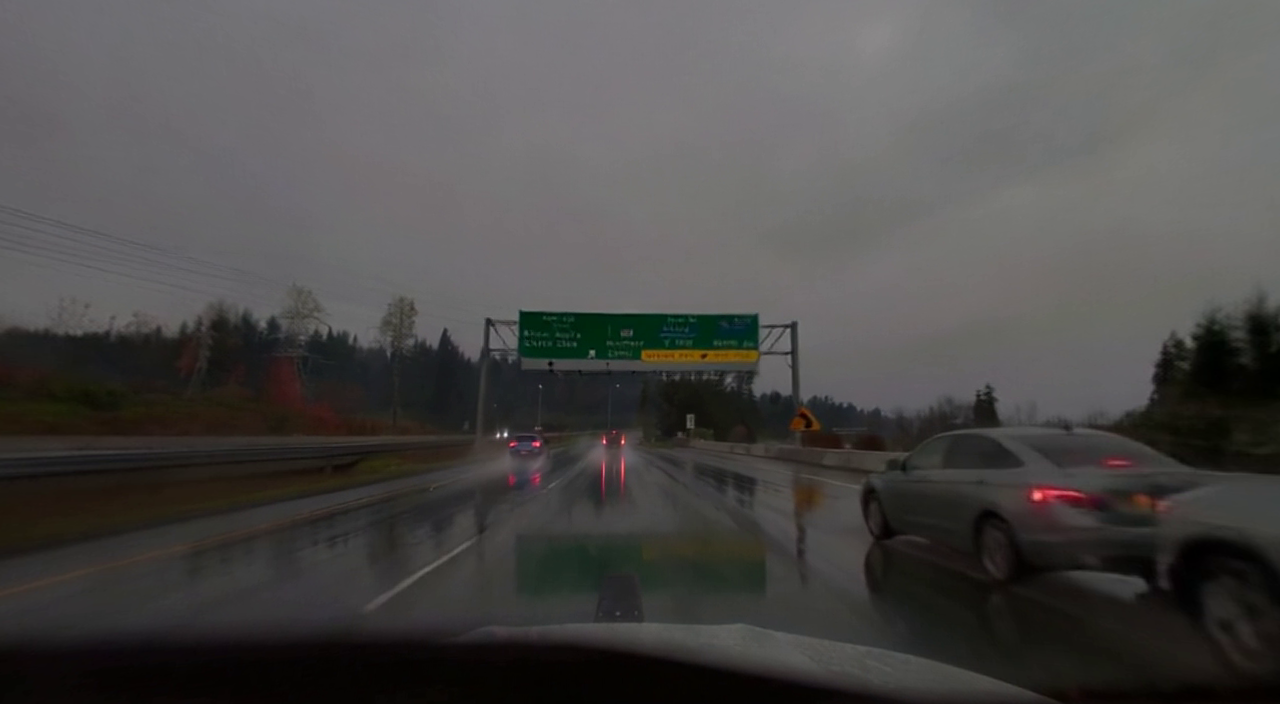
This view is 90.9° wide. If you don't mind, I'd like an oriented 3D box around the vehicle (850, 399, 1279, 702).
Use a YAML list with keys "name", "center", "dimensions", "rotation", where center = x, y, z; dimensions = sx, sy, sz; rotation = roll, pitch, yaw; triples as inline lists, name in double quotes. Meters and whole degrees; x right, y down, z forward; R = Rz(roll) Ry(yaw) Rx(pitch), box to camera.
- name: "vehicle"
  center: [3.808, 1.347, 5.736]
  dimensions: [2.033, 1.576, 4.691]
  rotation: [0, -7, -2]

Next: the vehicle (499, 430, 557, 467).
- name: "vehicle"
  center: [-5.132, 4.484, 29.456]
  dimensions: [2.100, 1.590, 4.077]
  rotation: [0, -7, -2]

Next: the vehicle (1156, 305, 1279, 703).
- name: "vehicle"
  center: [4.019, 0.608, 1.911]
  dimensions: [1.976, 1.905, 3.263]
  rotation: [0, -7, -3]

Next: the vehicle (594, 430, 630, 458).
- name: "vehicle"
  center: [-1.714, 5.796, 39.791]
  dimensions: [2.159, 1.690, 3.720]
  rotation: [0, -7, -2]
